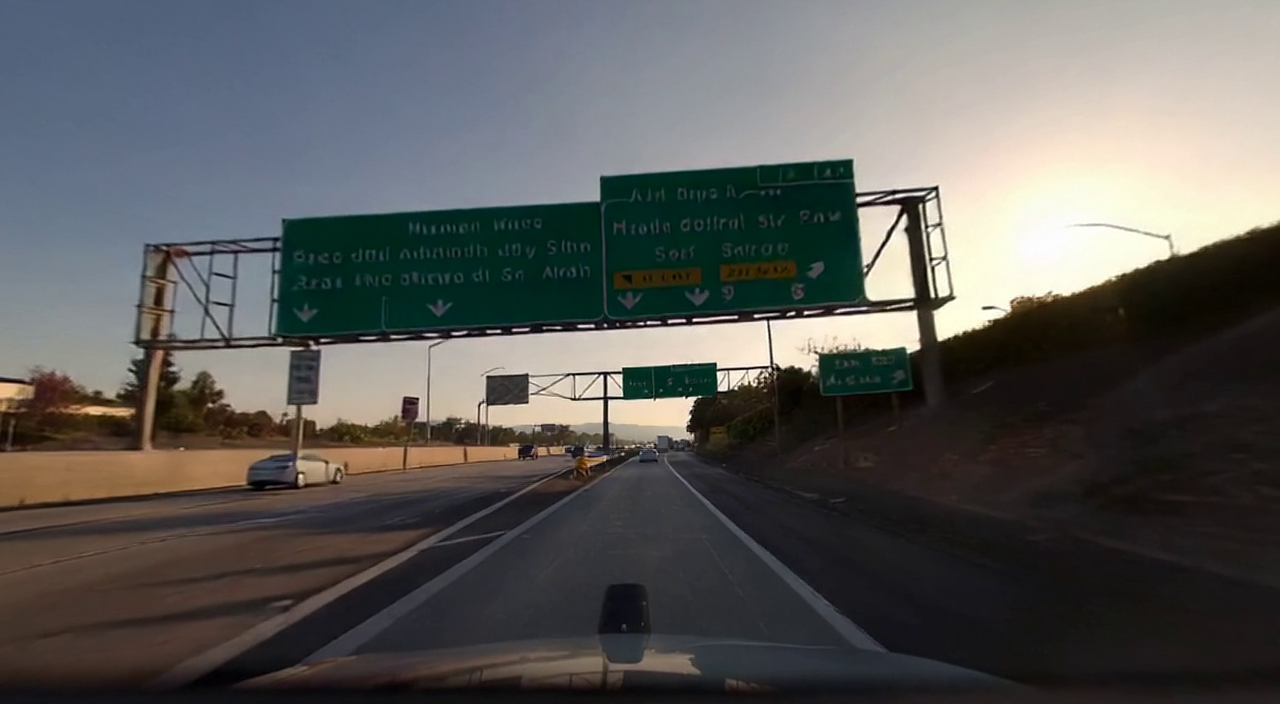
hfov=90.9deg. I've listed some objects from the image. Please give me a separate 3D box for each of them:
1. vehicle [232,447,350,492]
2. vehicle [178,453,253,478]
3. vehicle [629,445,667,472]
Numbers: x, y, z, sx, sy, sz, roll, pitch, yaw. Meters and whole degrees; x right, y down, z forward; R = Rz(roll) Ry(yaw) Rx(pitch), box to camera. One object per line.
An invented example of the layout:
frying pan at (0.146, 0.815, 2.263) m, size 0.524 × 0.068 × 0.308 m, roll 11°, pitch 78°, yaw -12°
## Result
vehicle at (-13.108, 4.402, 24.063) m, size 1.946 × 1.461 × 4.602 m, roll 0°, pitch -8°, yaw -1°
vehicle at (-28.540, 7.625, 42.562) m, size 1.988 × 1.517 × 4.641 m, roll 0°, pitch -8°, yaw -2°
vehicle at (0.406, 6.232, 37.166) m, size 2.137 × 1.461 × 3.999 m, roll 0°, pitch -8°, yaw -1°
